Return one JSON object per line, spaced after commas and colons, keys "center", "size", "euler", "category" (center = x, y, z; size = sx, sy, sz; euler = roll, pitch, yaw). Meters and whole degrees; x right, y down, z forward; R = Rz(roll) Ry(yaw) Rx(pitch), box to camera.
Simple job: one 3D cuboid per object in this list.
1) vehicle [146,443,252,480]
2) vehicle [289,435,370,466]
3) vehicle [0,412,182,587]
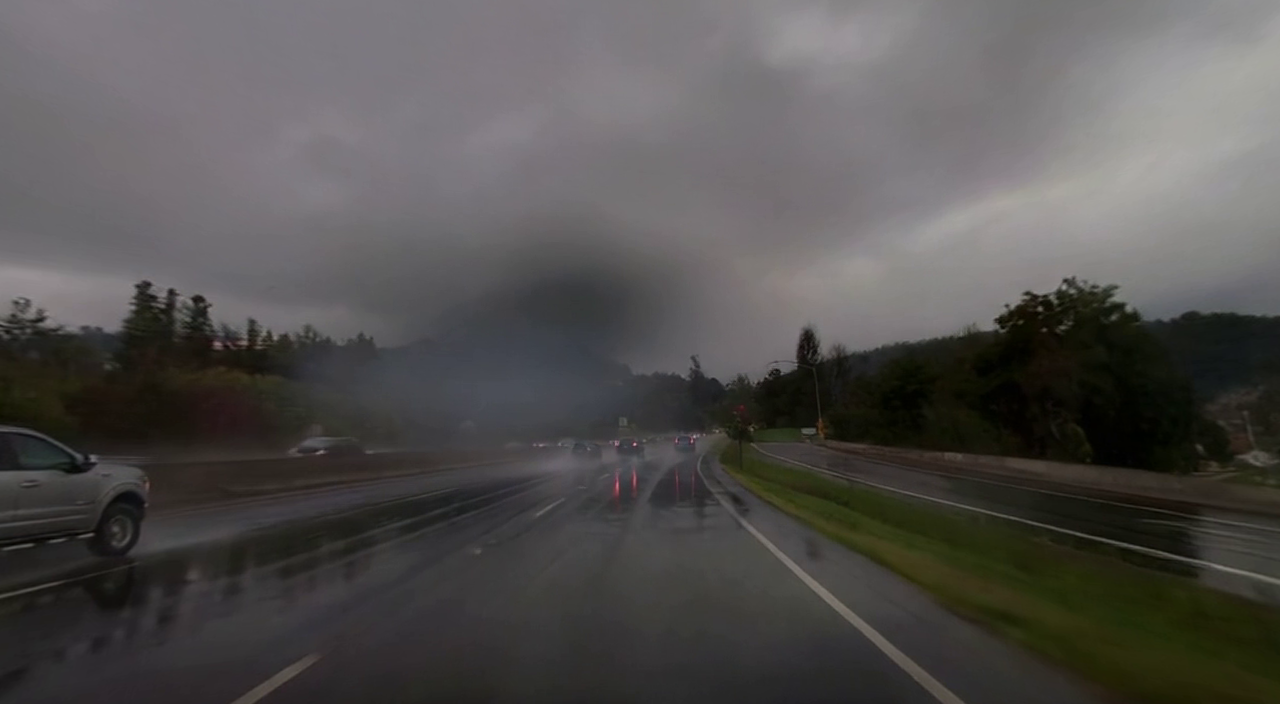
{"center": [-18.989, 4.692, 27.396], "size": [1.765, 1.479, 3.669], "euler": [-1, -8, 4], "category": "vehicle"}
{"center": [-21.102, 6.731, 43.220], "size": [2.161, 1.927, 5.987], "euler": [-1, -8, 5], "category": "vehicle"}
{"center": [-6.994, 1.355, 5.683], "size": [1.923, 1.630, 4.857], "euler": [-1, -8, 2], "category": "vehicle"}
